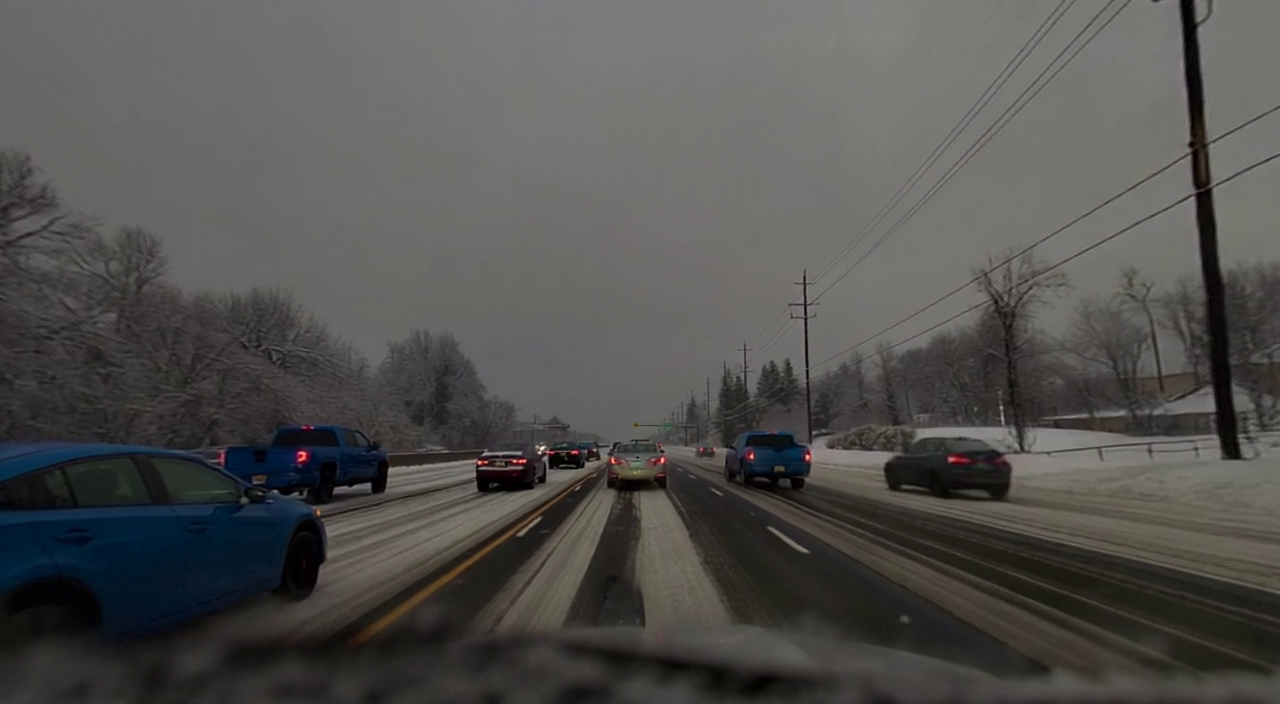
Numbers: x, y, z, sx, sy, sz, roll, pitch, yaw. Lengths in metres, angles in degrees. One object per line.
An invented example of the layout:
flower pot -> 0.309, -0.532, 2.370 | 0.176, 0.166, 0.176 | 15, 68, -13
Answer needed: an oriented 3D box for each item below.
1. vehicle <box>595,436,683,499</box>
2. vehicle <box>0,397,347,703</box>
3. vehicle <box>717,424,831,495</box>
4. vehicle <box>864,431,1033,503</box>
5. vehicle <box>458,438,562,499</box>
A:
vehicle -> -0.053, 3.088, 17.421 | 2.102, 1.499, 4.439 | 0, -8, -1
vehicle -> -3.749, 1.060, 3.537 | 1.955, 1.481, 4.604 | 0, -8, 1
vehicle -> 3.768, 3.155, 18.917 | 2.113, 1.800, 5.376 | 0, -8, -1
vehicle -> 7.904, 2.968, 16.858 | 1.969, 1.608, 4.865 | 0, -8, -1
vehicle -> -3.385, 3.105, 17.272 | 1.899, 1.437, 4.131 | 0, -8, 1
